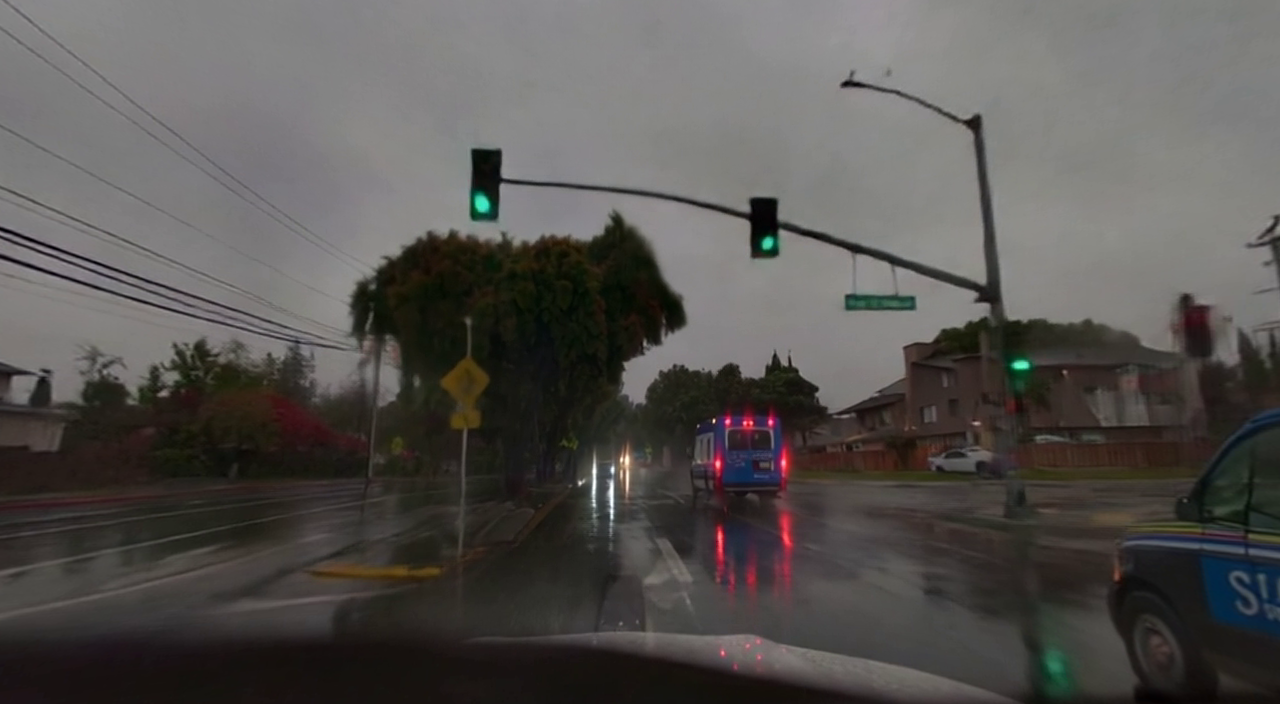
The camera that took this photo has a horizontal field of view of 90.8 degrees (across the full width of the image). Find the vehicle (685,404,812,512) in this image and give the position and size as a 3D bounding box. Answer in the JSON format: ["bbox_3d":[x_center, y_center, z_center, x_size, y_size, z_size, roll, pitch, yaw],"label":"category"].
[{"bbox_3d":[2.945,3.089,18.844,2.406,2.687,5.521,0,-8,-4],"label":"vehicle"}]

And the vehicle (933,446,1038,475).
[{"bbox_3d":[19.096,5.994,34.999,4.868,1.455,2.054,-6,-10,32],"label":"vehicle"}]

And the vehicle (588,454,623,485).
[{"bbox_3d":[-2.226,7.404,40.071,2.114,1.707,3.725,0,-8,-4],"label":"vehicle"}]

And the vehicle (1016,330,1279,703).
[{"bbox_3d":[4.029,0.768,2.291,2.194,1.922,4.822,-1,-8,-2],"label":"vehicle"}]
